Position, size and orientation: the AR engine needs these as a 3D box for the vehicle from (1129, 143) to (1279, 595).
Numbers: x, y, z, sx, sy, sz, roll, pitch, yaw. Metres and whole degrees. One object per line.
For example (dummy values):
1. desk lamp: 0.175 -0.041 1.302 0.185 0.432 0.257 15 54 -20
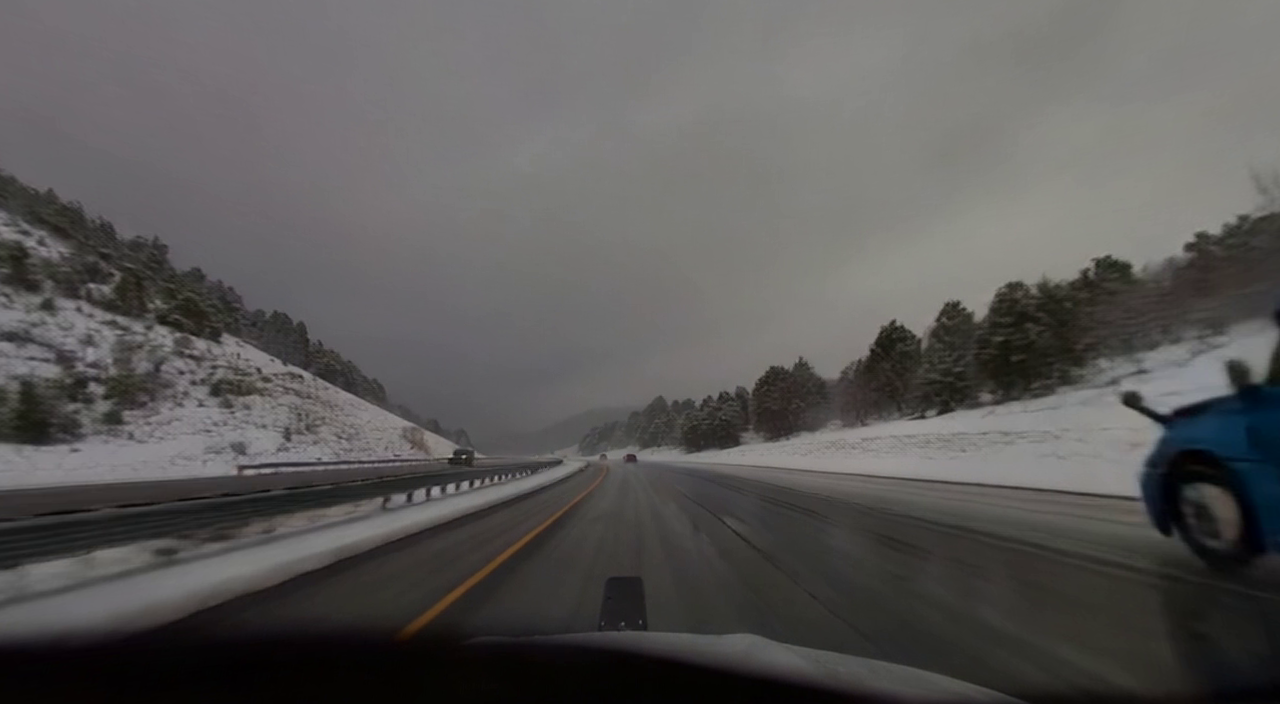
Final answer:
1. vehicle: 7.445 -0.267 2.865 3.431 4.023 8.588 0 -8 0
